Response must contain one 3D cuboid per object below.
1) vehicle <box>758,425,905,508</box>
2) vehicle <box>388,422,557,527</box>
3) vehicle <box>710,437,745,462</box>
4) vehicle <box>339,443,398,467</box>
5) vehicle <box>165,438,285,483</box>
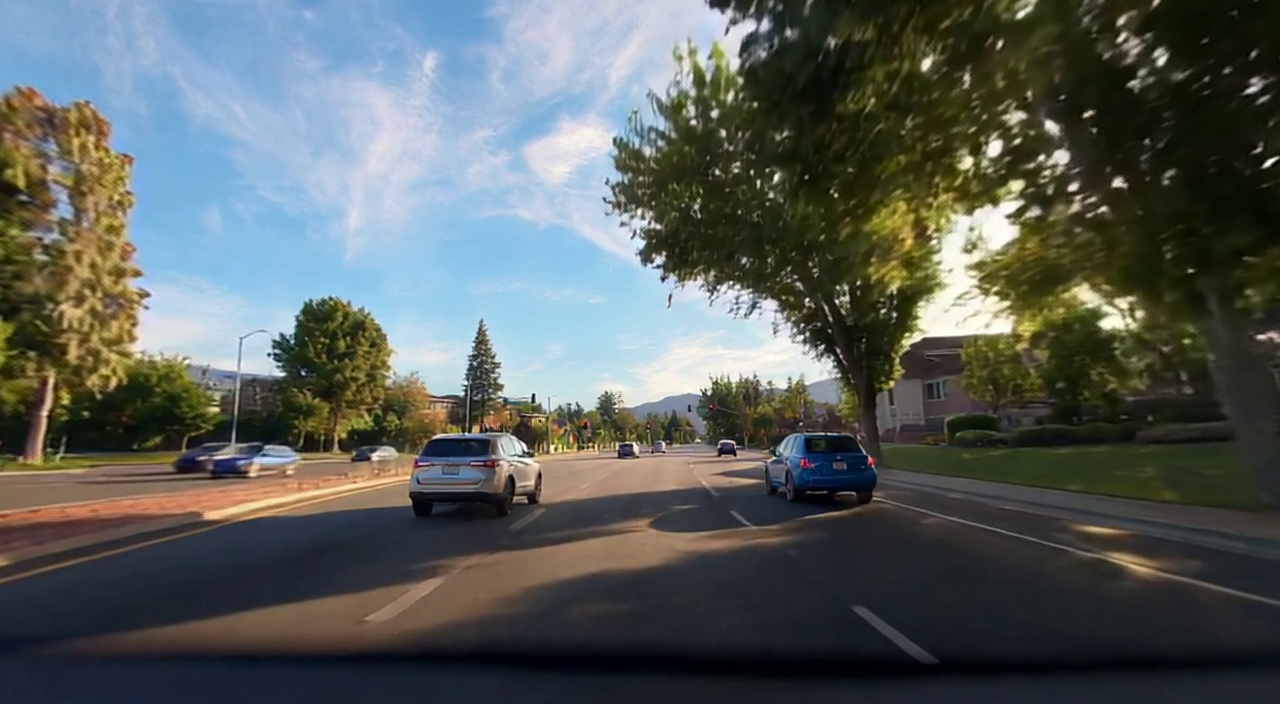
[{"bbox_3d":[4.276,2.638,14.990,2.132,1.659,4.387,0,-8,0],"label":"vehicle"},{"bbox_3d":[-3.036,2.338,12.653,2.045,1.688,4.632,-1,-8,1],"label":"vehicle"},{"bbox_3d":[6.160,6.893,44.782,2.169,1.669,4.037,-1,-8,4],"label":"vehicle"},{"bbox_3d":[-18.184,6.910,42.593,1.821,1.463,4.363,-1,-8,4],"label":"vehicle"},{"bbox_3d":[-17.501,4.577,26.981,1.941,1.711,4.598,-1,-8,1],"label":"vehicle"}]
